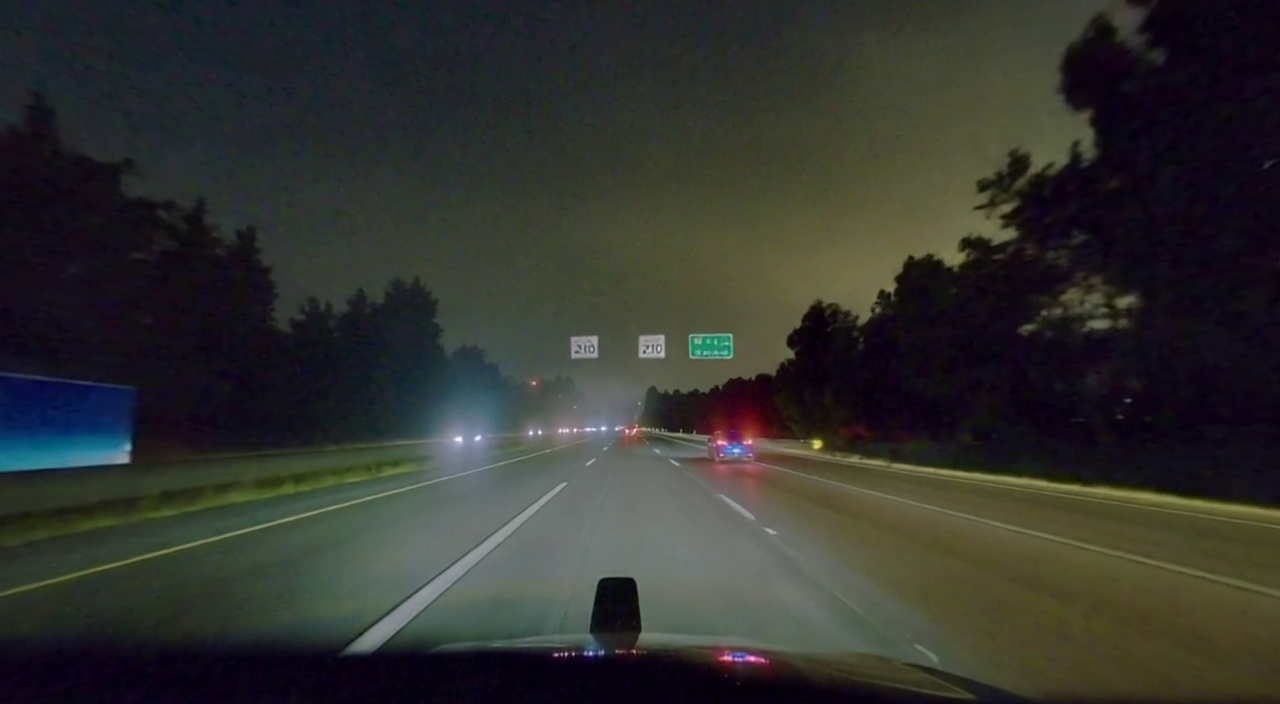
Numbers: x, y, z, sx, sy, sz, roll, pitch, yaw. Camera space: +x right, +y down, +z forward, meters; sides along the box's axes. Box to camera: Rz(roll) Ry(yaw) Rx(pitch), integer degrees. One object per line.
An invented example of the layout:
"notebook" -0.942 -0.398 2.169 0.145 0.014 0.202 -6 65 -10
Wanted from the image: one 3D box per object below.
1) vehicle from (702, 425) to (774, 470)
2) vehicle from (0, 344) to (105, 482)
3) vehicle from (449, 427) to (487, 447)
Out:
"vehicle" 3.688 3.663 24.348 1.973 1.563 3.959 1 -8 -3
"vehicle" -20.308 1.401 15.527 2.853 4.045 13.061 0 -8 -1
"vehicle" -13.593 6.733 49.905 1.862 1.546 4.126 0 -8 0
